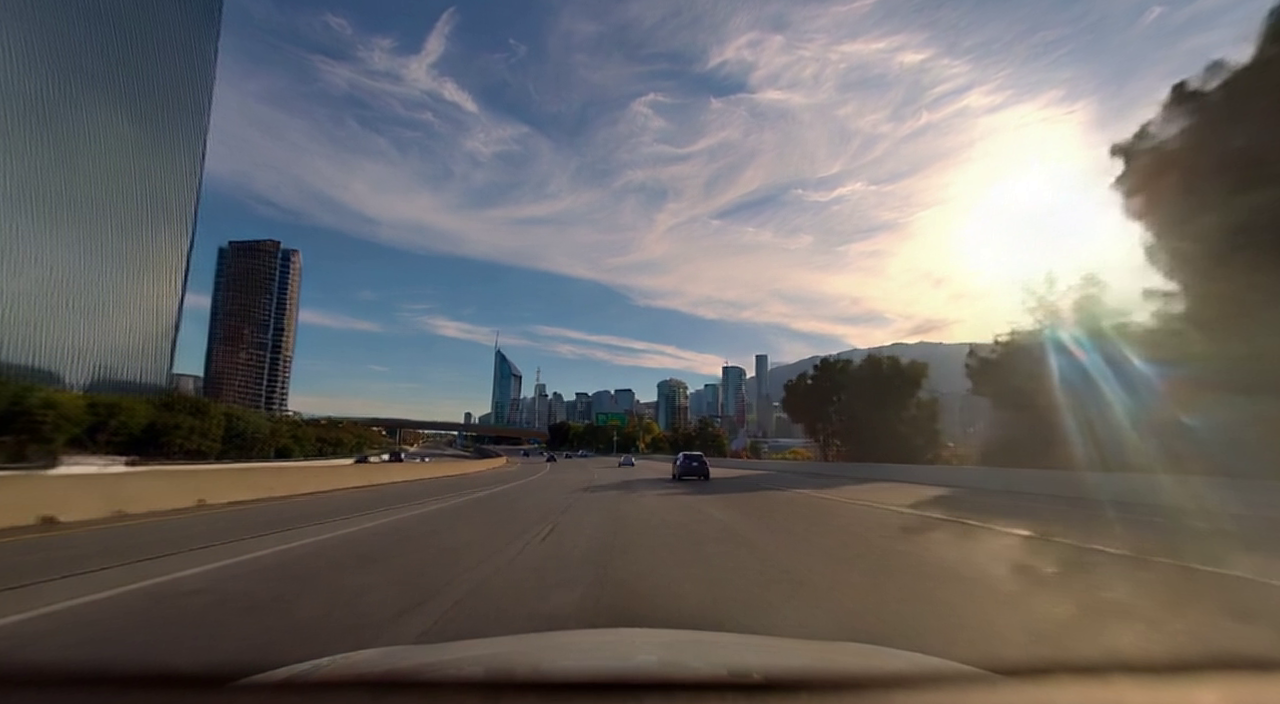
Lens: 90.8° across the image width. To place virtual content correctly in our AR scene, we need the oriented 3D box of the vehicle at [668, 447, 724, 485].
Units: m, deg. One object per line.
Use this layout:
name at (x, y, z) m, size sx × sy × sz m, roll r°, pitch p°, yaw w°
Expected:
vehicle at (2.773, 5.771, 32.350) m, size 2.110 × 1.780 × 4.682 m, roll 0°, pitch -9°, yaw -4°

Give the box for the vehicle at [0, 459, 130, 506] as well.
vehicle at (-21.423, 4.676, 23.029) m, size 1.884 × 1.486 × 4.579 m, roll 0°, pitch -9°, yaw -1°
